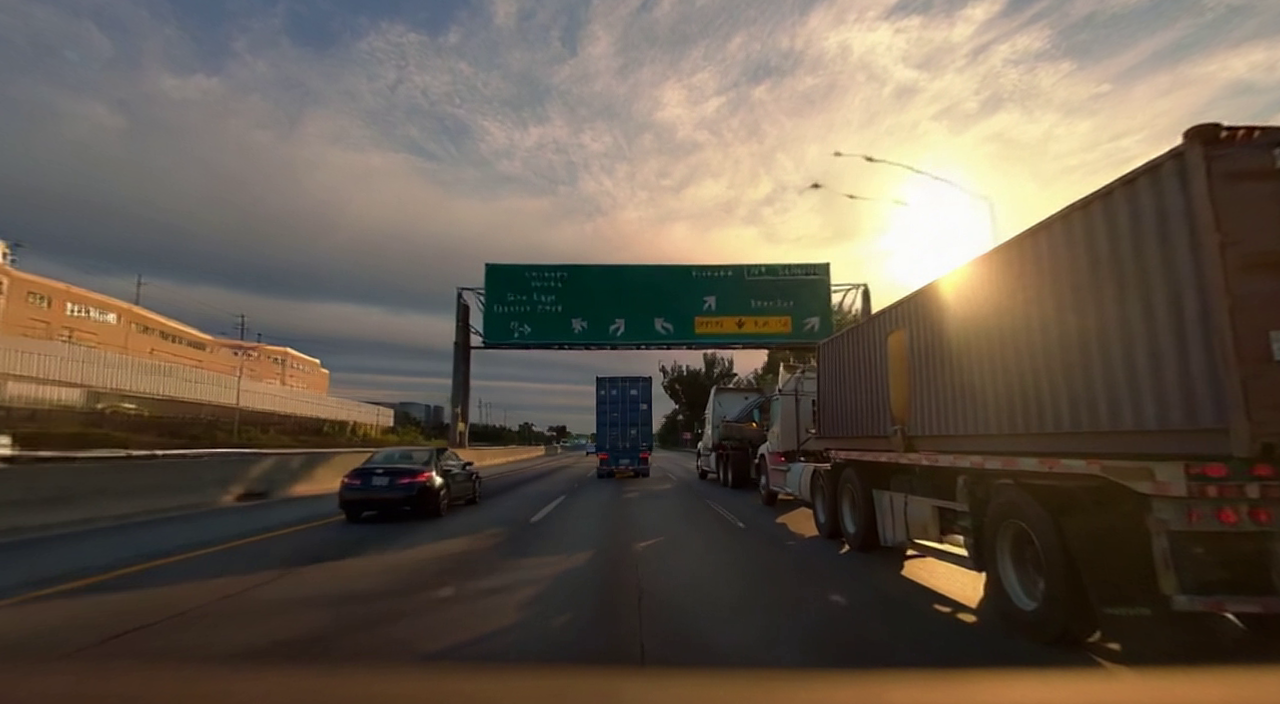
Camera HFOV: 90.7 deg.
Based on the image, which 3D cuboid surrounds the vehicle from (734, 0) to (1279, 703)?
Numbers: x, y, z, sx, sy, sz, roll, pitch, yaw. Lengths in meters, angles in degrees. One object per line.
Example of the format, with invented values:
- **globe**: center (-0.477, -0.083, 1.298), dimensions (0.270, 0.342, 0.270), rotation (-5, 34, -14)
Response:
- **vehicle**: center (3.763, 0.521, 8.617), dimensions (2.803, 4.072, 12.744), rotation (0, -9, -1)

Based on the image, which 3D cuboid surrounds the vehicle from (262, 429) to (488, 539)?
- **vehicle**: center (-4.185, 2.155, 11.007), dimensions (1.994, 1.471, 4.591), rotation (0, -9, -1)

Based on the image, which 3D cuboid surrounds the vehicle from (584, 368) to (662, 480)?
- **vehicle**: center (-0.567, 3.512, 29.146), dimensions (2.841, 4.071, 12.046), rotation (0, -9, 1)
